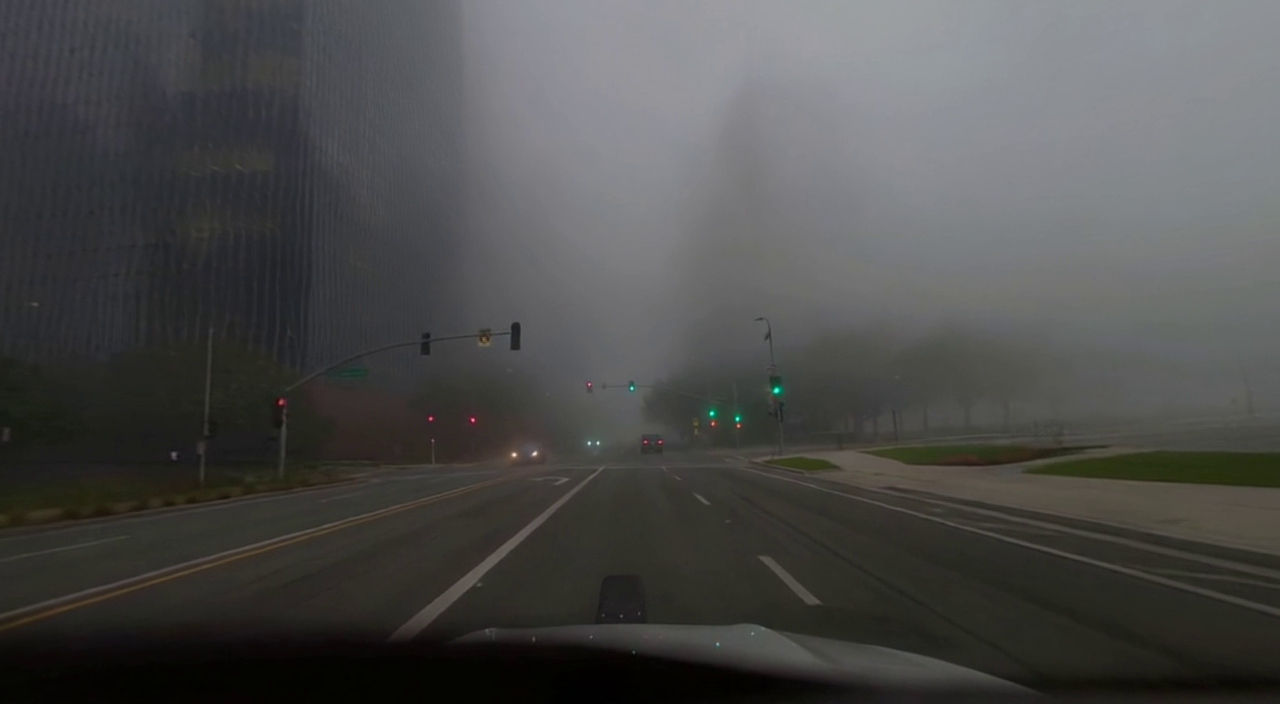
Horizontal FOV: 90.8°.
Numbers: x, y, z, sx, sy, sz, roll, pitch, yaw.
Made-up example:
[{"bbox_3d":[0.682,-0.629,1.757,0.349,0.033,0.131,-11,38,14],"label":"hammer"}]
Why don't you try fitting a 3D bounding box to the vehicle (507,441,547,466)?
[{"bbox_3d":[-8.197,7.415,46.278,2.165,1.685,4.274,0,-9,-1],"label":"vehicle"}]
